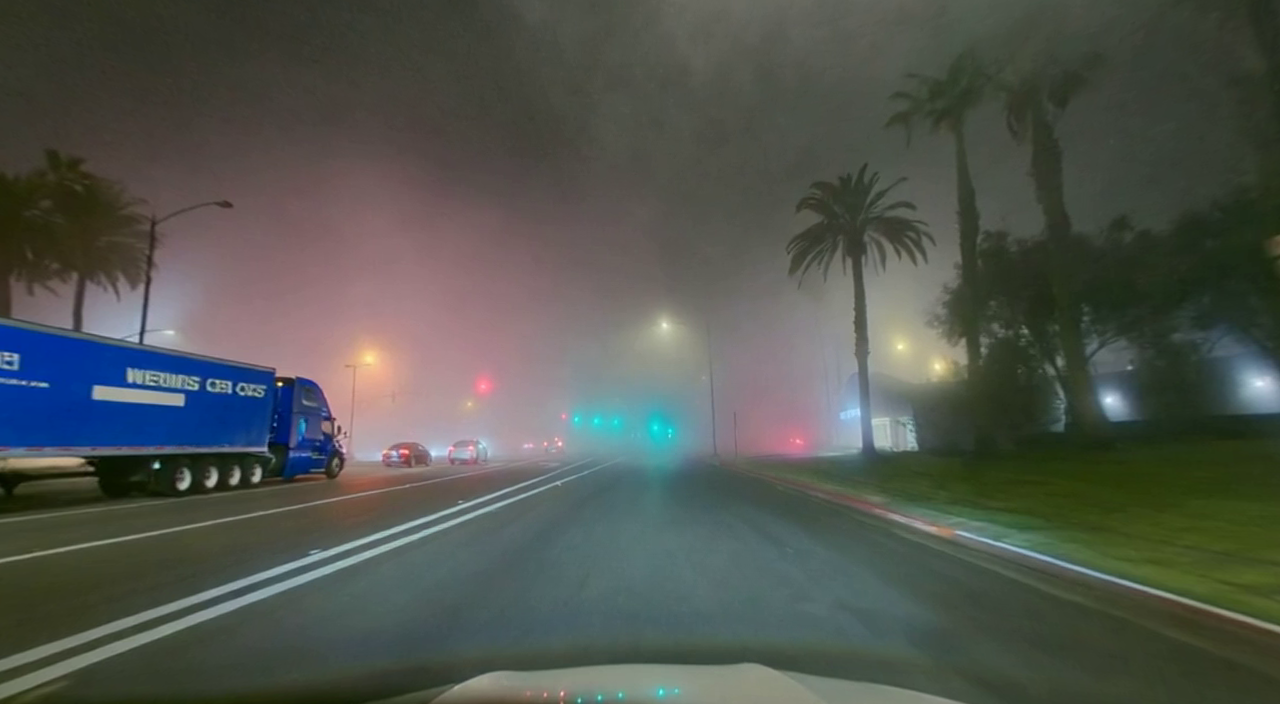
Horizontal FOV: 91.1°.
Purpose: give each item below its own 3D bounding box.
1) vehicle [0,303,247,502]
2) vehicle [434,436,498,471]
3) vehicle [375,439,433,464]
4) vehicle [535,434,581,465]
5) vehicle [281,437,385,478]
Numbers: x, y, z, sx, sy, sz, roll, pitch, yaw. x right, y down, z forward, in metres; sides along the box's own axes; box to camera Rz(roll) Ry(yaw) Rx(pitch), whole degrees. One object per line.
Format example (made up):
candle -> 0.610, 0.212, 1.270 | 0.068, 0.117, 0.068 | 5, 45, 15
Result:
vehicle -> -15.066, 1.063, 13.253 | 2.961, 4.167, 16.429 | 0, -8, 0
vehicle -> -8.525, 5.009, 31.169 | 1.977, 1.584, 3.983 | 0, -9, 1
vehicle -> -14.959, 6.339, 40.014 | 1.916, 1.481, 4.430 | 0, -9, 1
vehicle -> -4.947, 5.962, 38.541 | 2.114, 1.784, 4.450 | 0, -9, 1
vehicle -> -11.896, 4.125, 24.702 | 1.900, 1.462, 4.225 | 0, -9, 1
